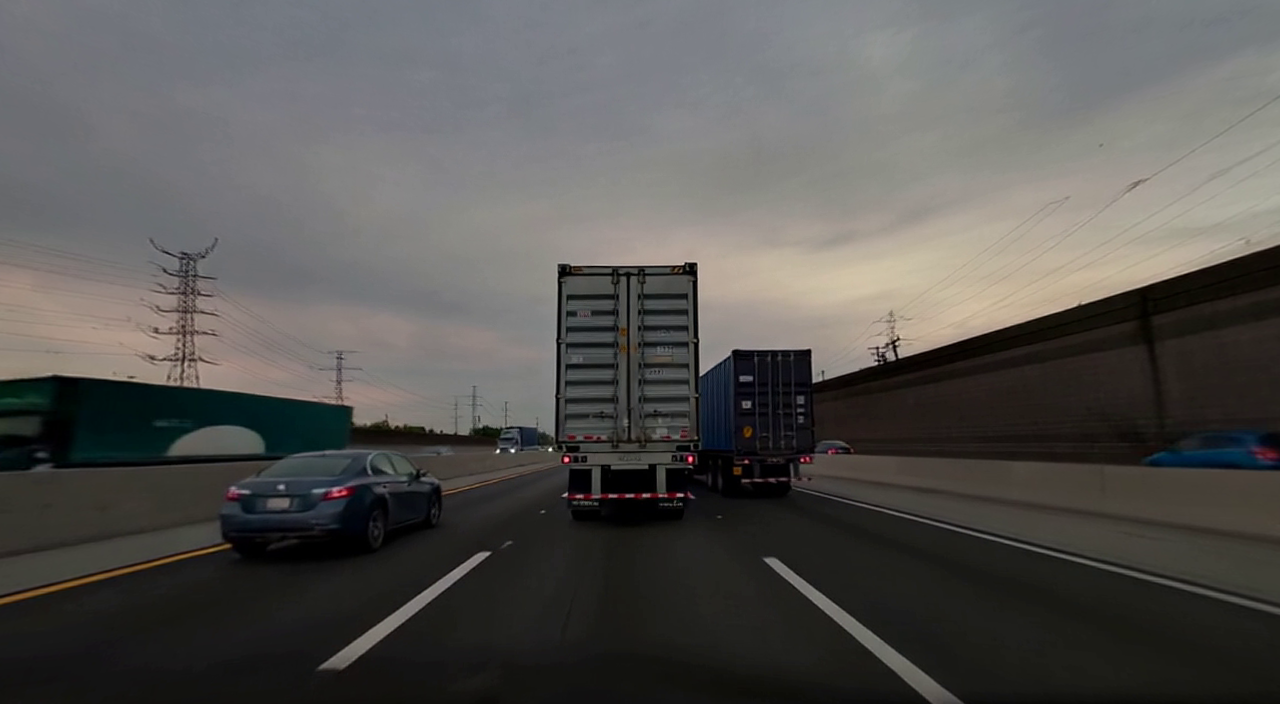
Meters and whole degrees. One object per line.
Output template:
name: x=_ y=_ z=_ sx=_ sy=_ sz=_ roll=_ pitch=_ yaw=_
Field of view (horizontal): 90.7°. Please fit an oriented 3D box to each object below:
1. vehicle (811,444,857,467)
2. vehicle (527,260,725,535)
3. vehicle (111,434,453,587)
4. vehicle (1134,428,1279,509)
vehicle: x=12.752 y=6.799 z=41.748 sx=1.766 sy=1.452 sz=3.703 roll=0 pitch=-9 yaw=-2
vehicle: x=-0.213 y=1.505 z=15.338 sx=2.841 sy=4.071 sz=12.046 roll=0 pitch=-9 yaw=0
vehicle: x=-4.211 y=1.913 z=8.571 sx=1.993 sy=1.475 sz=4.540 roll=0 pitch=-9 yaw=0
vehicle: x=13.424 y=2.450 z=13.594 sx=2.020 sy=1.546 sz=4.336 roll=0 pitch=-9 yaw=-1
